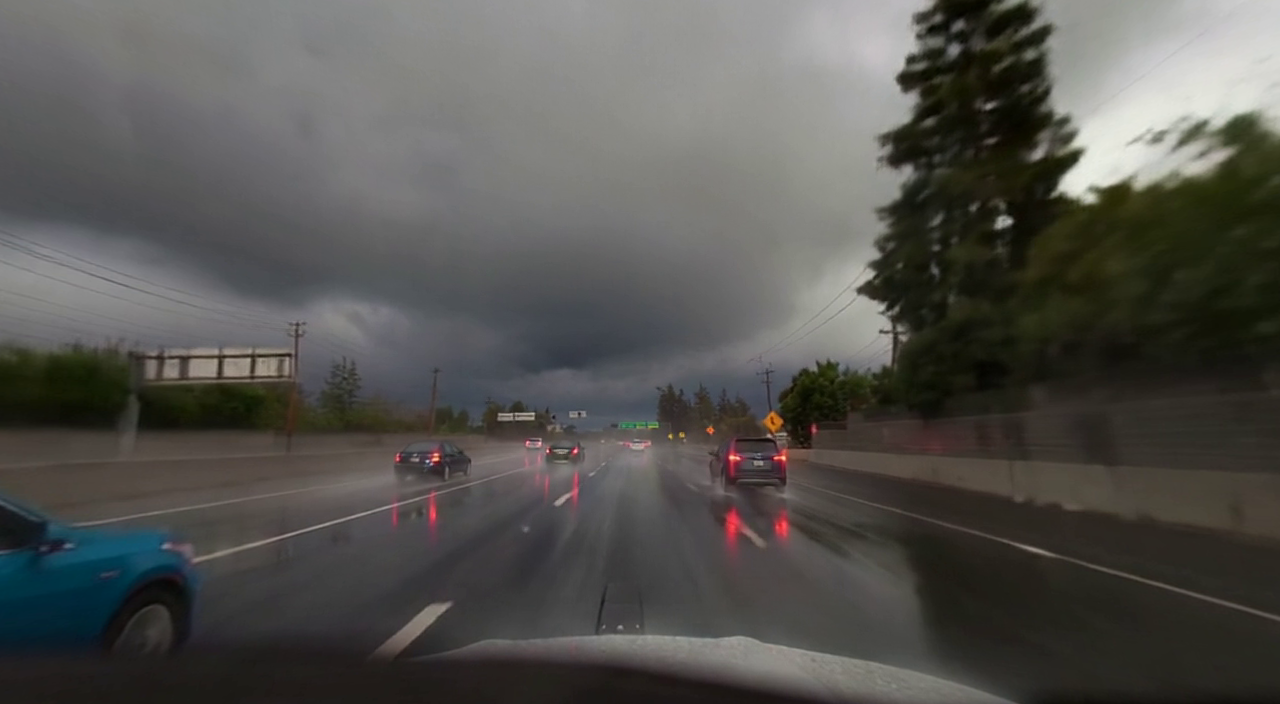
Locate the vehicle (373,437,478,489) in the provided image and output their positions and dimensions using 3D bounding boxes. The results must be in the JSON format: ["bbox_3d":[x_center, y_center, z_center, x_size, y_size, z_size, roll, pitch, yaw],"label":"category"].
[{"bbox_3d":[-6.682,3.489,20.207,1.903,1.482,4.180,0,-8,0],"label":"vehicle"}]

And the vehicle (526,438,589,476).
[{"bbox_3d":[-3.441,4.480,27.240,2.066,1.488,4.377,0,-8,1],"label":"vehicle"}]

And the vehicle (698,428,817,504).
[{"bbox_3d":[2.800,2.837,16.164,2.100,1.659,4.387,0,-8,-1],"label":"vehicle"}]

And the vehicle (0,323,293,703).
[{"bbox_3d":[-3.229,0.710,1.769,2.104,1.707,4.338,0,-8,-1],"label":"vehicle"}]
